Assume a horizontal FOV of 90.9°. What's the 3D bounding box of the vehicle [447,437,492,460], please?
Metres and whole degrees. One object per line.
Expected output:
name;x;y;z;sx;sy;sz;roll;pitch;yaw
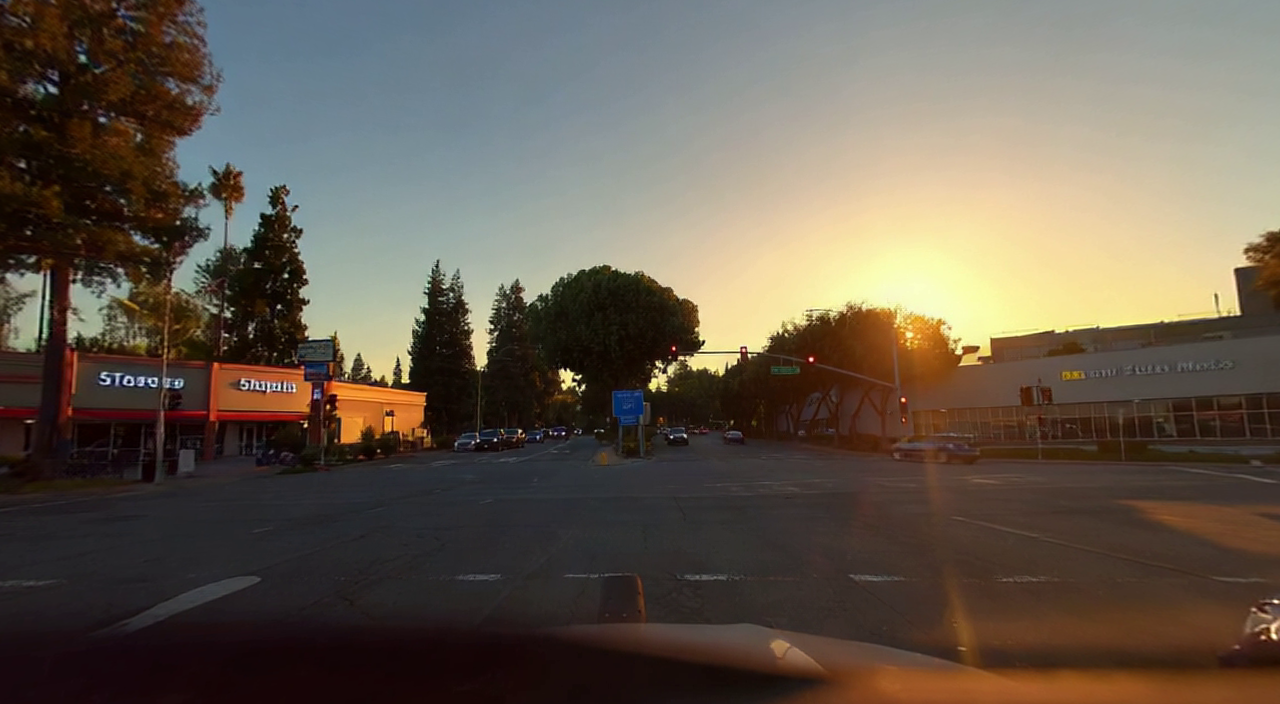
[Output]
vehicle;-11.777;6.685;43.886;2.111;1.499;4.371;0;-9;-3

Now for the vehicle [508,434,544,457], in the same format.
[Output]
vehicle;-8.070;6.668;45.082;1.920;1.546;4.086;0;-9;-1

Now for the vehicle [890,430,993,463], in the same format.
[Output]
vehicle;16.376;5.140;34.362;4.667;1.664;1.936;-6;-11;36
